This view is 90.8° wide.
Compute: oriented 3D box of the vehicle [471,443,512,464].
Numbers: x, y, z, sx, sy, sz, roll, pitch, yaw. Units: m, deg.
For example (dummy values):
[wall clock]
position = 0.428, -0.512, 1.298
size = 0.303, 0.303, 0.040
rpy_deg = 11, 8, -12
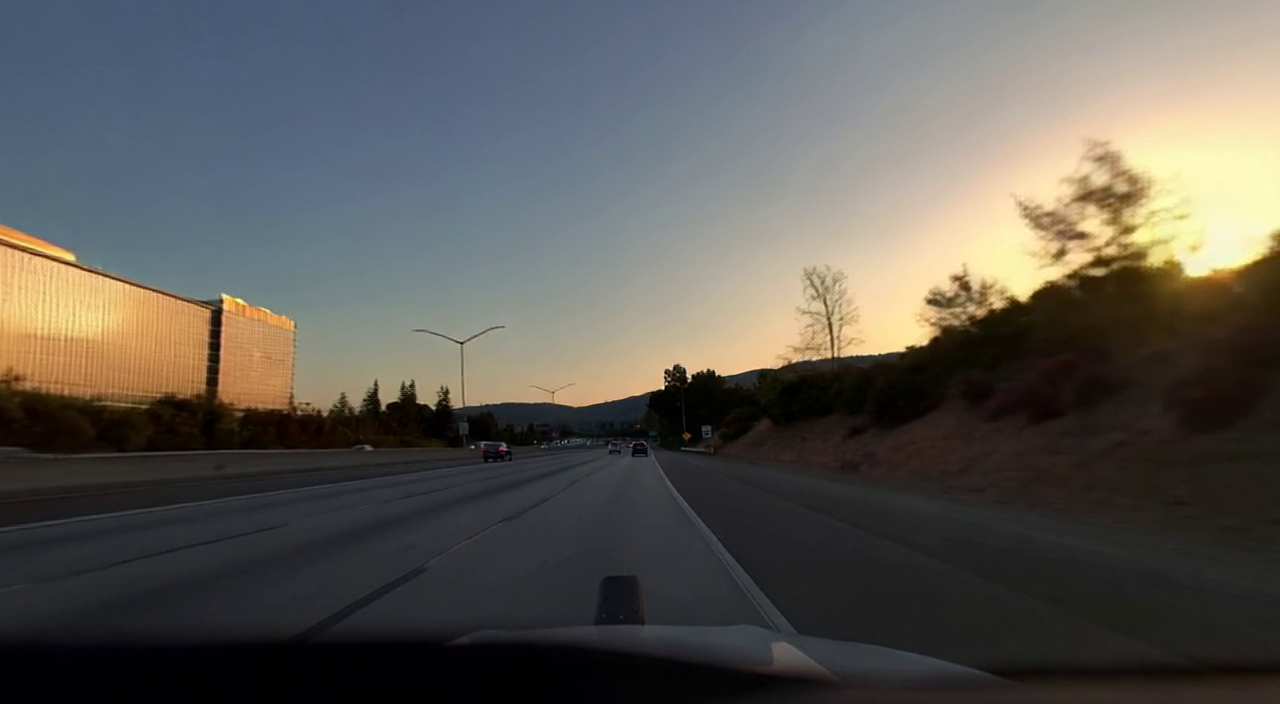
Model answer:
[vehicle]
position = -11.047, 7.538, 47.201
size = 1.914, 1.440, 4.467
rpy_deg = 0, -8, 1
